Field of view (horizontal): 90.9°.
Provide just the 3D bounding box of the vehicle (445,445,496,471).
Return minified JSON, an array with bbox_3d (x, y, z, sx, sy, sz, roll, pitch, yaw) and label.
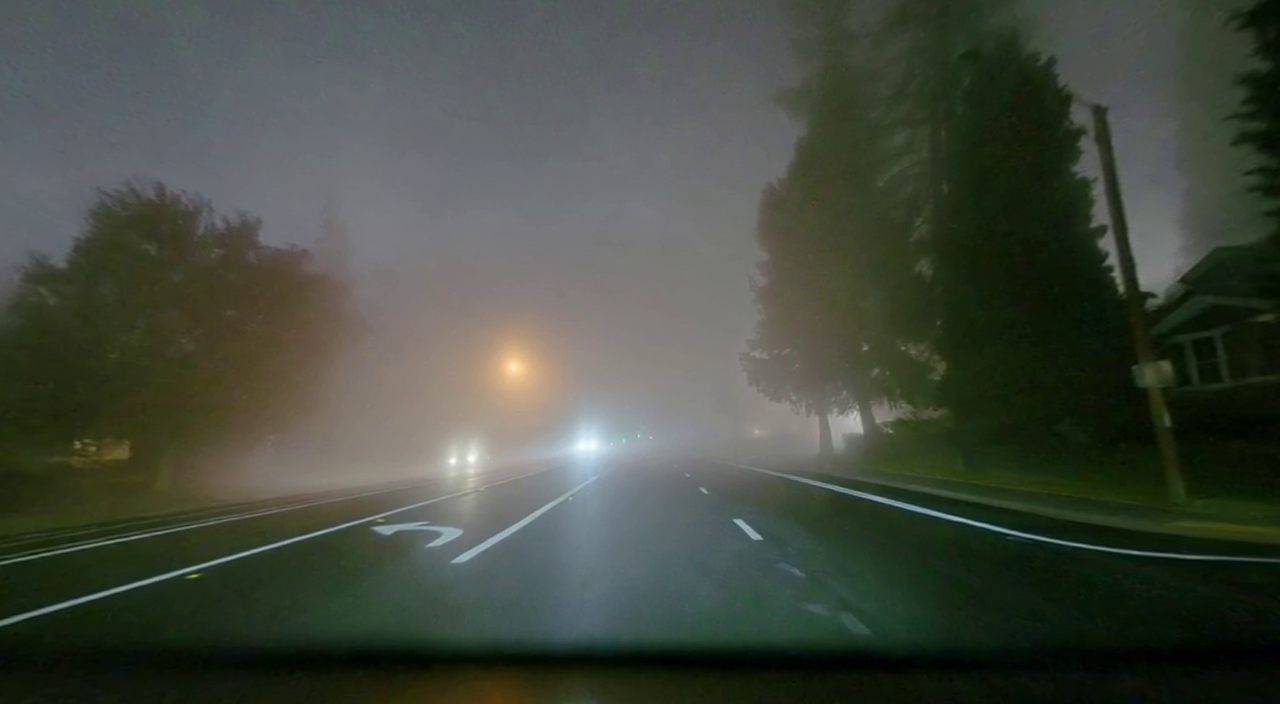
[{"bbox_3d":[-12.036,7.542,45.177,2.066,1.681,5.292,-1,-8,2],"label":"vehicle"}]
